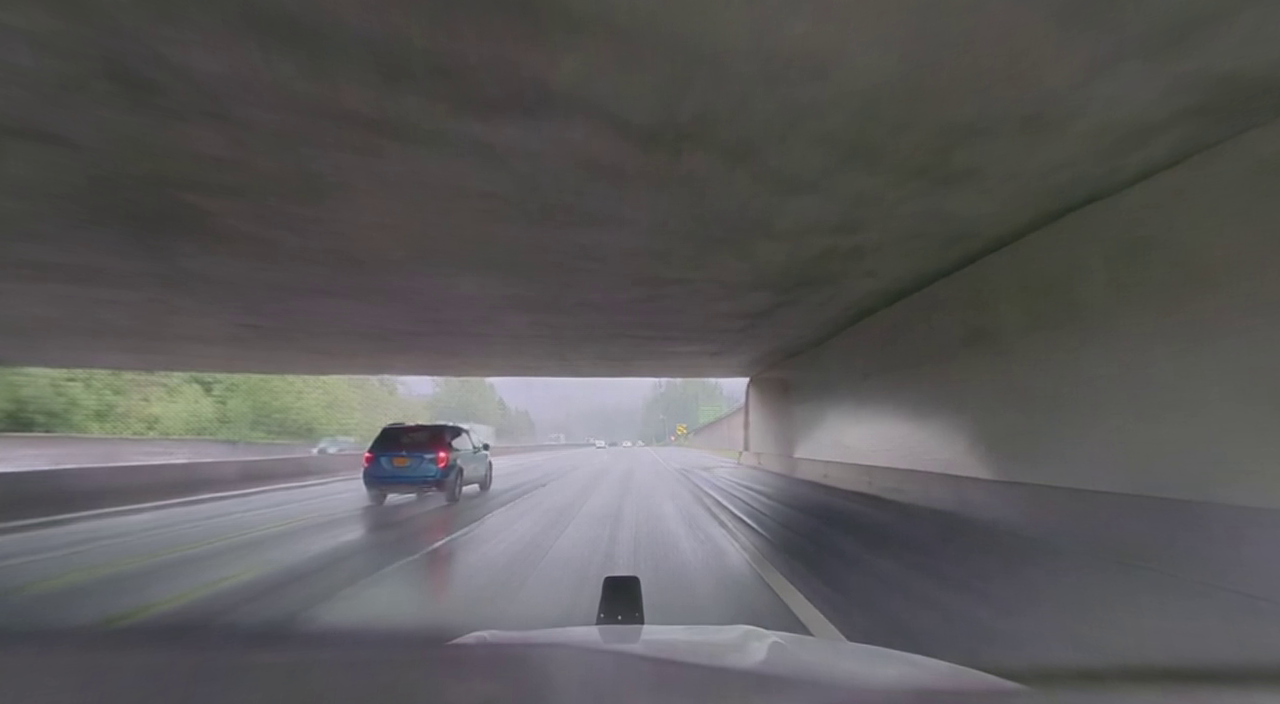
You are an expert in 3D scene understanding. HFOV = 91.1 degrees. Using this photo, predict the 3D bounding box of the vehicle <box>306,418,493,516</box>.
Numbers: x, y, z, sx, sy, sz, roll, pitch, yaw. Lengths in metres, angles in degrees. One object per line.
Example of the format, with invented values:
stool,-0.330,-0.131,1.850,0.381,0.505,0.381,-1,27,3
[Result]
vehicle,-4.672,2.292,13.063,2.125,1.662,4.336,0,-8,0
